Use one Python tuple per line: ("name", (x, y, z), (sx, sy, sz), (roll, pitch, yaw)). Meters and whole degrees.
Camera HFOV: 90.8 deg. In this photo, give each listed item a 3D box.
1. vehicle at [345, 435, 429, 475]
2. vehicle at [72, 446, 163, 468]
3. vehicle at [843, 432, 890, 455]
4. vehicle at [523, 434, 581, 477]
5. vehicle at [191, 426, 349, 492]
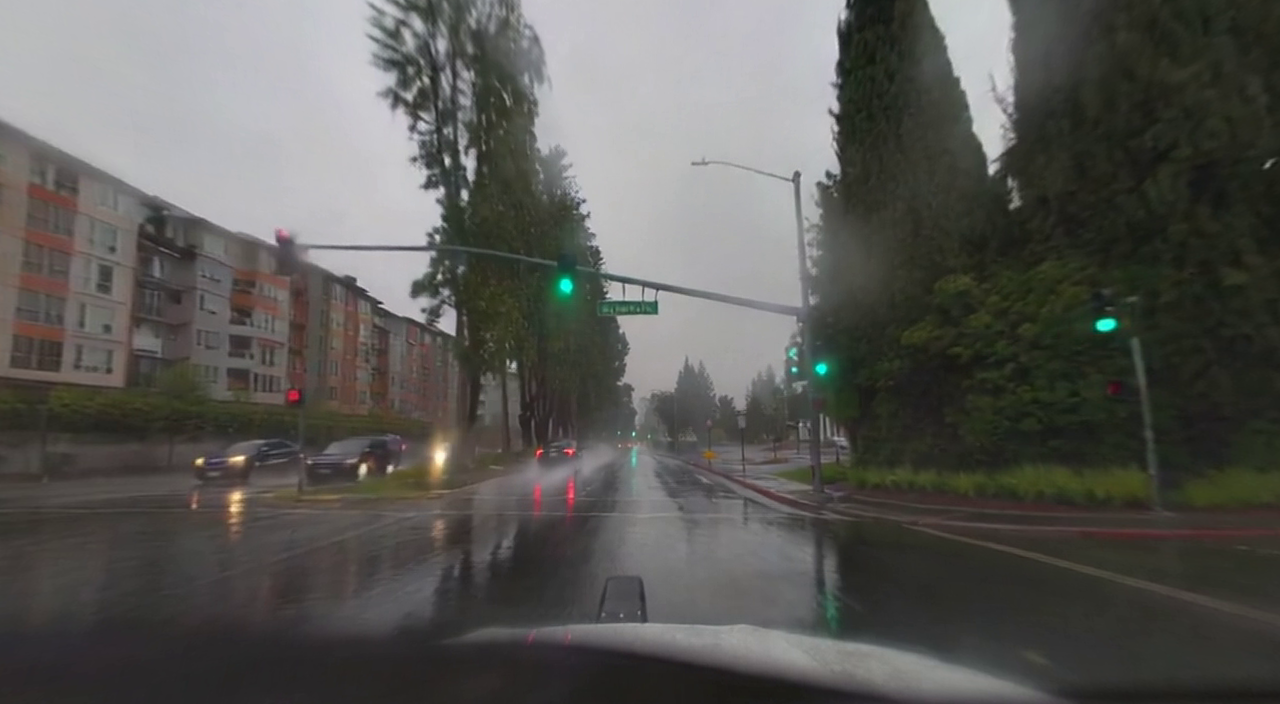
("vehicle", (-11.724, 4.784, 29.636), (2.040, 1.707, 4.522), (0, -8, 1))
("vehicle", (-36.181, 7.286, 43.837), (4.518, 1.469, 1.940), (1, -9, -1))
("vehicle", (17.512, 7.029, 49.032), (1.995, 1.554, 4.943), (-4, -7, 3))
("vehicle", (-3.815, 4.531, 28.073), (1.959, 1.741, 4.141), (0, -8, 0))
("vehicle", (-11.883, 3.466, 20.906), (2.105, 1.759, 5.403), (-3, -8, -1))
